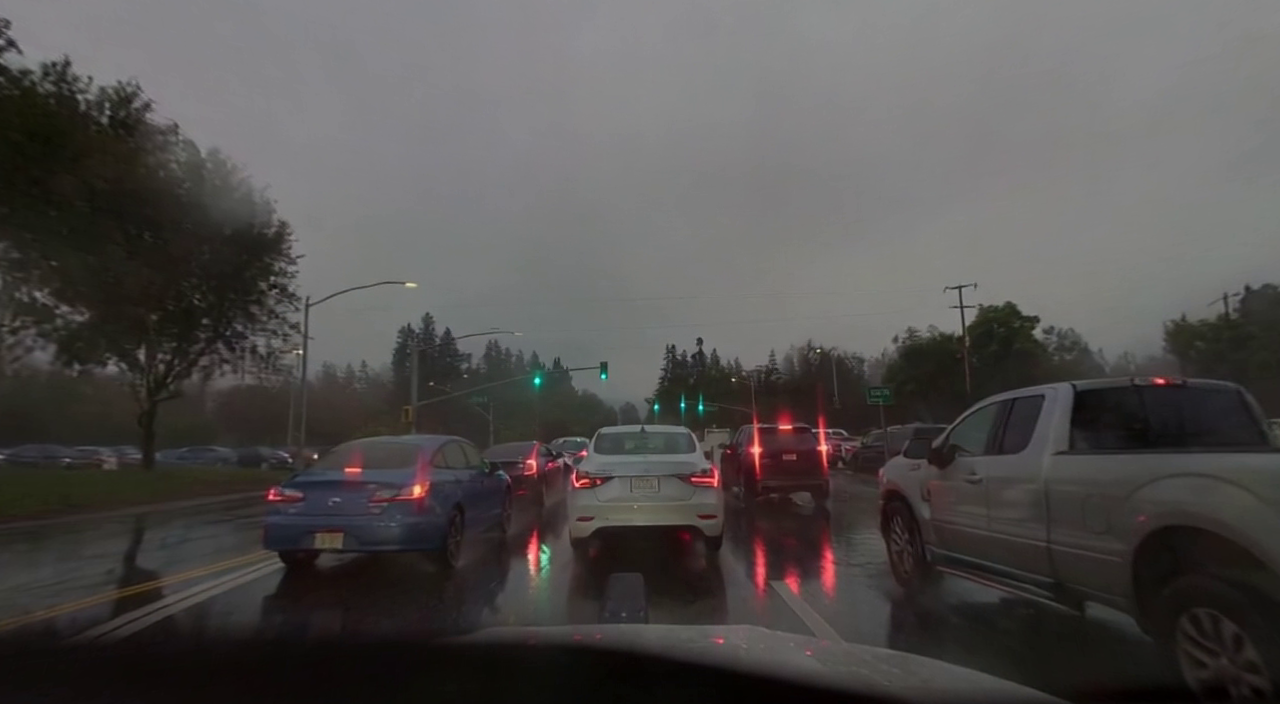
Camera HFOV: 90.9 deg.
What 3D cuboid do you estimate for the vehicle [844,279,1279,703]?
[{"bbox_3d":[3.355,0.939,3.817,2.317,1.857,5.940,0,-8,1],"label":"vehicle"}]

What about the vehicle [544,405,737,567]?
[{"bbox_3d":[0.050,1.768,8.973,2.113,1.768,3.901,0,-8,1],"label":"vehicle"}]

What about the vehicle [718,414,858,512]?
[{"bbox_3d":[3.542,2.815,16.504,2.408,2.100,5.668,0,-8,1],"label":"vehicle"}]

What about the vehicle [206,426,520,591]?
[{"bbox_3d":[-2.955,1.759,7.989,2.023,1.494,4.259,0,-8,0],"label":"vehicle"}]
